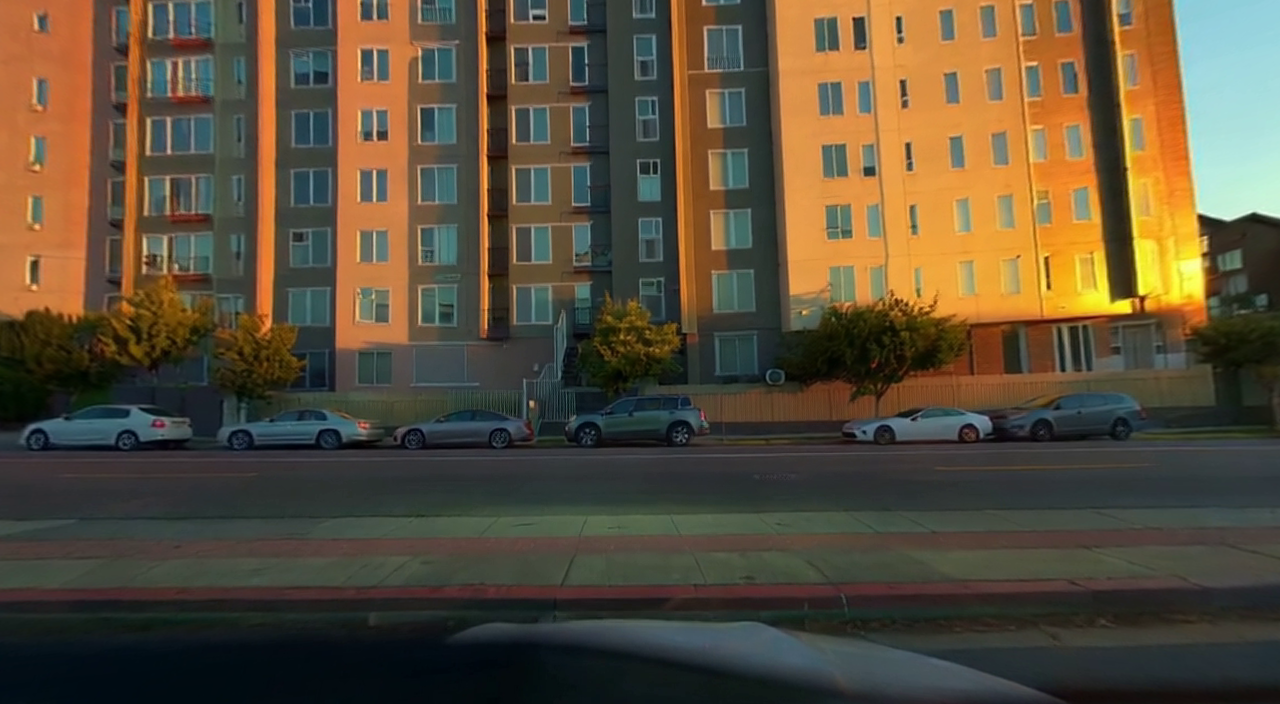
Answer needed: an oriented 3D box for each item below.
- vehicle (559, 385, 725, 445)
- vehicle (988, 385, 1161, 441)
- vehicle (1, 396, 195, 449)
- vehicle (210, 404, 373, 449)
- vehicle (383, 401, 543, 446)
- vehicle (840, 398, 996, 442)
[{"bbox_3d":[0.011,2.173,21.295,5.299,1.860,2.098,1,-9,-5],"label":"vehicle"},{"bbox_3d":[14.983,2.092,21.971,4.544,1.780,1.966,-1,-5,-1],"label":"vehicle"},{"bbox_3d":[-17.541,2.330,20.667,4.426,1.641,1.889,0,-8,-5],"label":"vehicle"},{"bbox_3d":[-11.439,2.490,20.983,4.336,1.438,1.776,0,-8,-3],"label":"vehicle"},{"bbox_3d":[-5.777,2.424,21.118,4.851,1.339,1.785,0,-10,-3],"label":"vehicle"},{"bbox_3d":[9.391,2.317,21.539,4.521,1.411,1.726,1,-6,-4],"label":"vehicle"}]
